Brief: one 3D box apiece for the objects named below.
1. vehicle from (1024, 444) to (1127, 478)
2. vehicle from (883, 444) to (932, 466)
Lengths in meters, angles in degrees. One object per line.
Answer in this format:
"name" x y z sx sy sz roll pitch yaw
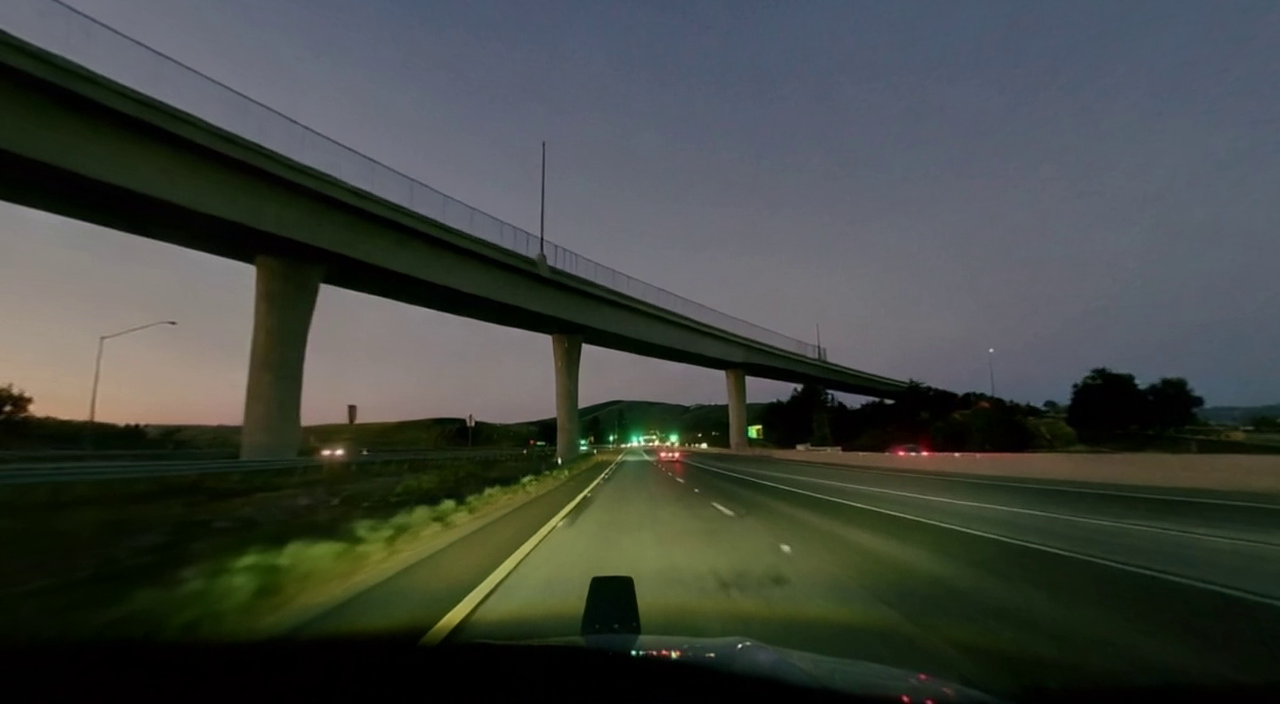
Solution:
"vehicle" 21.153 5.296 30.956 1.885 1.510 4.372 0 -9 0
"vehicle" 20.721 7.976 49.074 1.924 1.594 4.293 -1 -8 0
